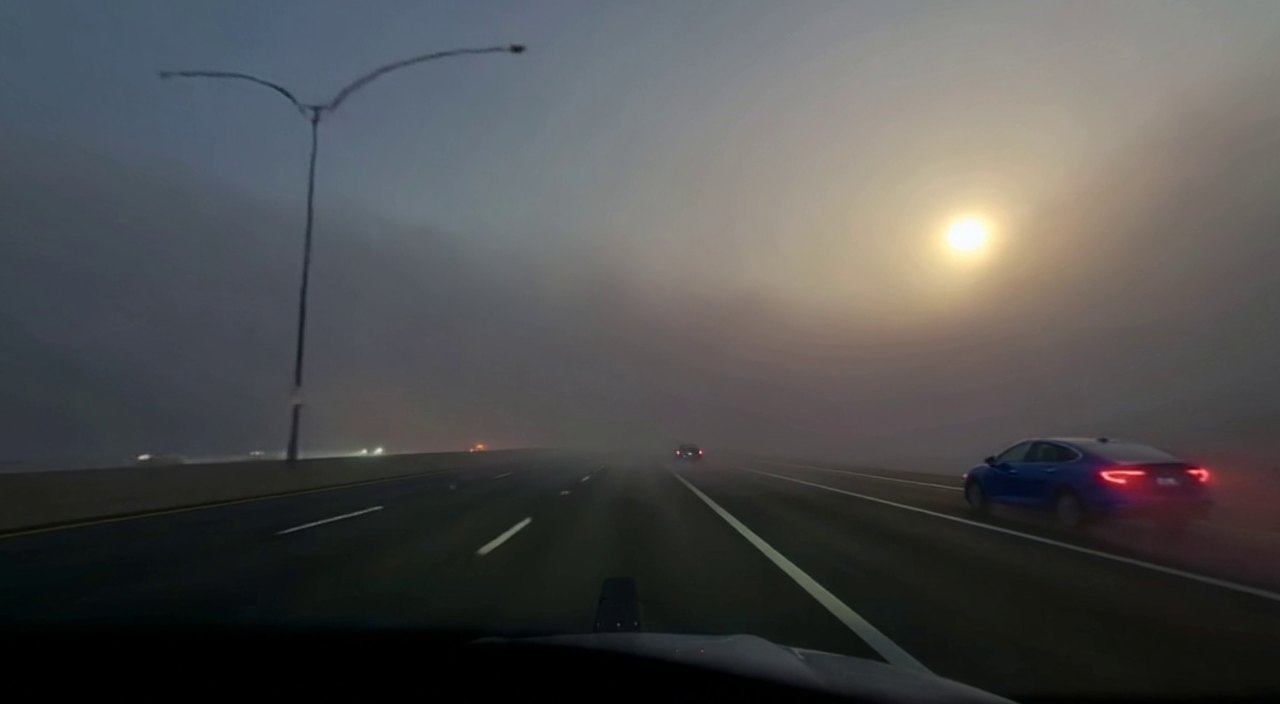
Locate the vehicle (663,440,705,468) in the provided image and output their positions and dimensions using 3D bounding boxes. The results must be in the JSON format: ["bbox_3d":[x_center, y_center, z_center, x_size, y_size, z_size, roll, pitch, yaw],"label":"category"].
[{"bbox_3d":[2.639,6.254,38.963,2.270,1.615,3.770,0,-8,-1],"label":"vehicle"}]

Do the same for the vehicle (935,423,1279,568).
[{"bbox_3d":[6.720,1.900,9.313,2.227,1.522,5.041,0,-8,-1],"label":"vehicle"}]

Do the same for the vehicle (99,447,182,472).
[{"bbox_3d":[-36.464,7.832,46.304,2.247,1.650,4.739,0,-8,0],"label":"vehicle"}]
